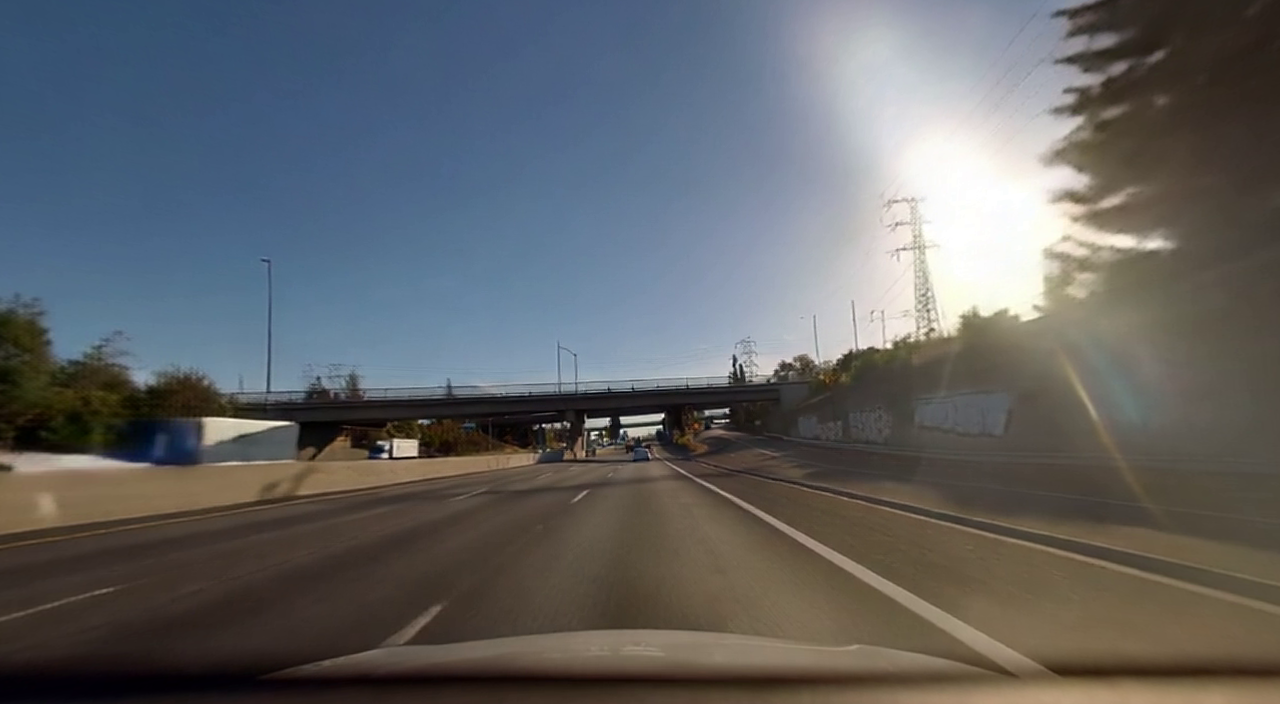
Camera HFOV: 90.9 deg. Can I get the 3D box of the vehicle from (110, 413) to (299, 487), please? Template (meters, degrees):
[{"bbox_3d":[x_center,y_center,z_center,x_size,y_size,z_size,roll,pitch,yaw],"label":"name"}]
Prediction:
[{"bbox_3d":[-24.446,5.710,36.566,3.177,3.622,10.760,0,-9,0],"label":"vehicle"}]
